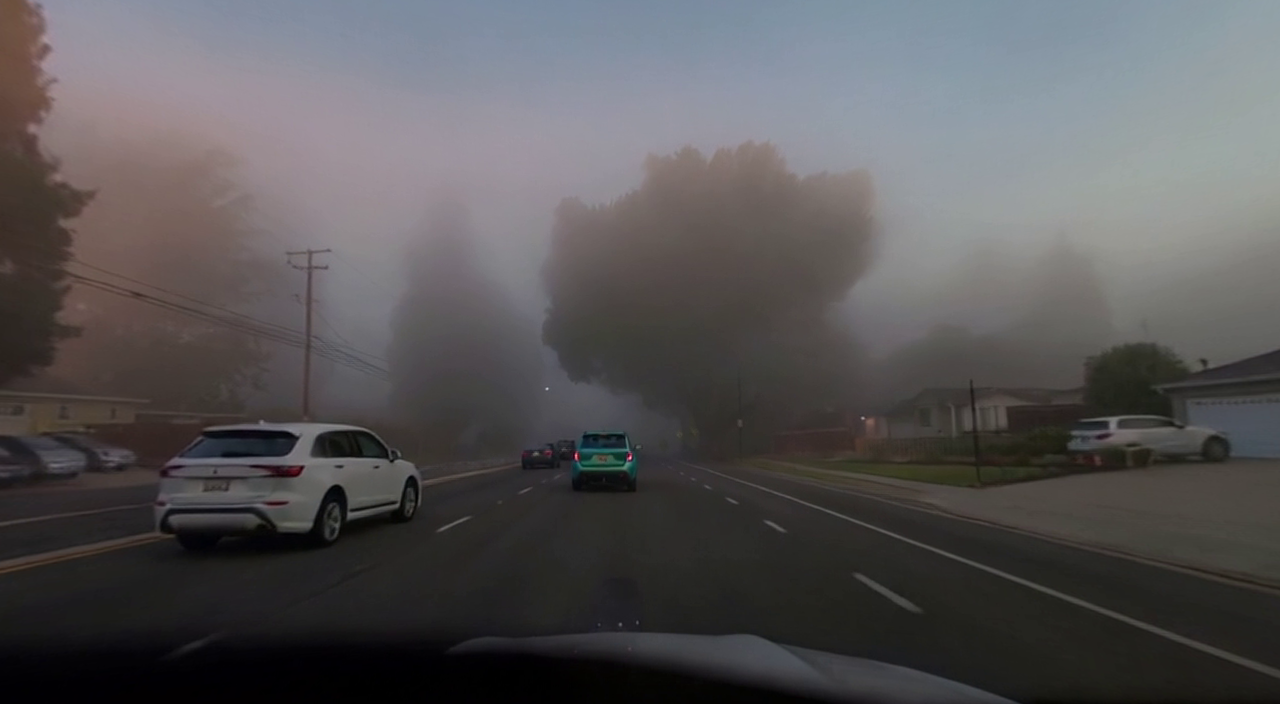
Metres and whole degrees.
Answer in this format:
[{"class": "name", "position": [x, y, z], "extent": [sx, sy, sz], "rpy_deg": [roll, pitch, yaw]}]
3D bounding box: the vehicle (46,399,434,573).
[{"class": "vehicle", "position": [-4.763, 1.676, 8.684], "extent": [2.243, 1.722, 4.621], "rpy_deg": [0, -8, 1]}]

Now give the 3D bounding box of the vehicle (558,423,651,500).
[{"class": "vehicle", "position": [-0.846, 2.820, 16.658], "extent": [2.131, 1.761, 4.242], "rpy_deg": [0, -8, -1]}]

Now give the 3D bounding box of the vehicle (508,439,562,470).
[{"class": "vehicle", "position": [-5.376, 5.307, 32.977], "extent": [2.014, 1.493, 4.658], "rpy_deg": [0, -8, 0]}]

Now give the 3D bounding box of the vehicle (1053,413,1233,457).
[{"class": "vehicle", "position": [17.405, 2.905, 22.071], "extent": [4.500, 1.442, 1.930], "rpy_deg": [-1, -8, 4]}]
